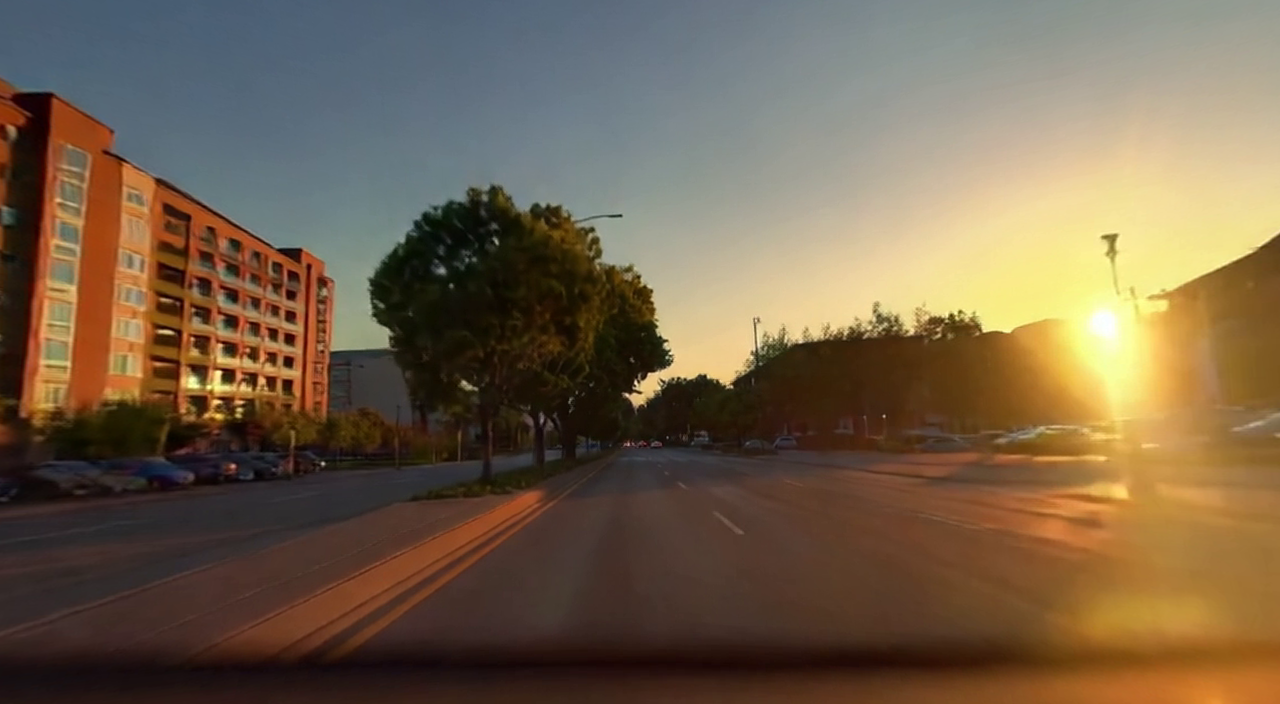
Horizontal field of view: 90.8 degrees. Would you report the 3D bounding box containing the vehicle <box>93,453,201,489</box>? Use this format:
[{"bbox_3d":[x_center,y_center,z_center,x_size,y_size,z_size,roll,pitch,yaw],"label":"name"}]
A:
[{"bbox_3d":[-25.935,6.242,33.447,1.911,1.706,4.327,-1,-8,5],"label":"vehicle"}]

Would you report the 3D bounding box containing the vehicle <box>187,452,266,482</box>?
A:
[{"bbox_3d":[-25.474,7.058,39.153,1.979,1.652,4.678,0,-8,-5],"label":"vehicle"}]
